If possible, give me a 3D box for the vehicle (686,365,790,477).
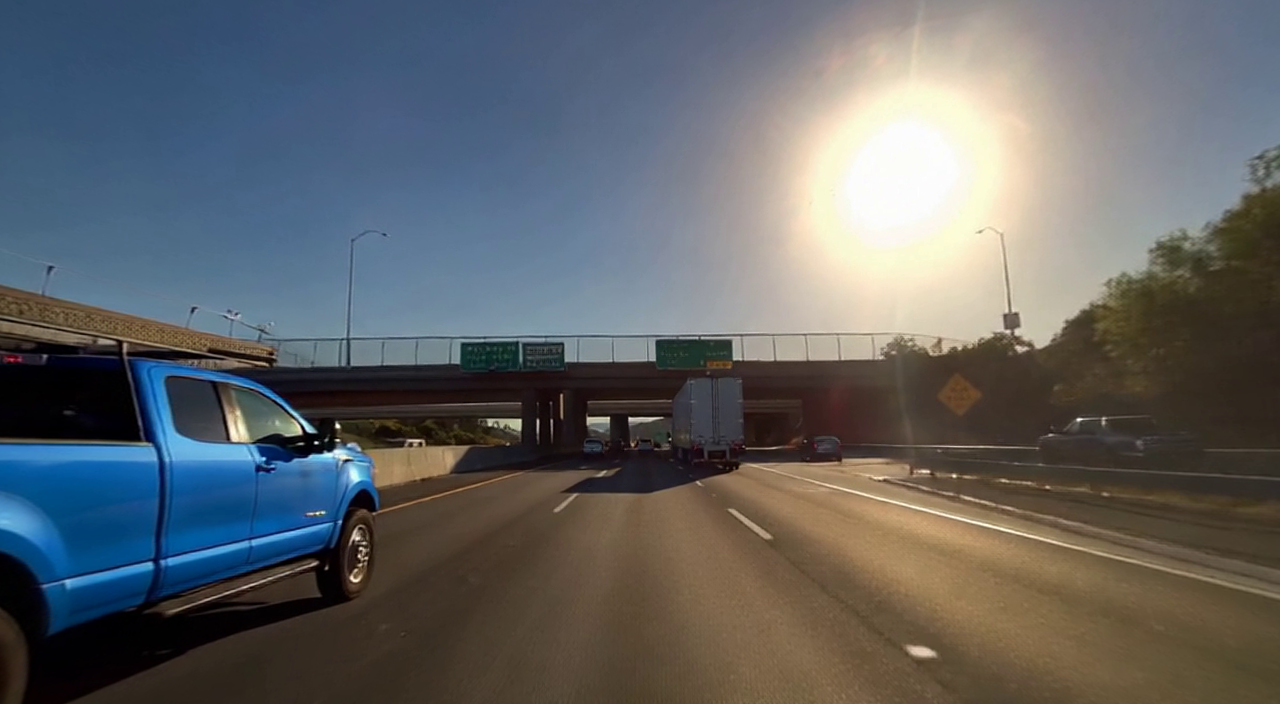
[{"bbox_3d":[3.974,3.401,29.135,2.885,4.036,12.891,0,-8,1],"label":"vehicle"}]

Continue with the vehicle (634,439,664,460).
[{"bbox_3d":[0.626,7.134,46.364,2.092,1.446,4.092,0,-8,0],"label":"vehicle"}]

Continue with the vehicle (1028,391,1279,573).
[{"bbox_3d":[7.061,1.441,7.433,1.999,1.700,4.640,0,-8,0],"label":"vehicle"}]

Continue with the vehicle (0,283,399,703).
[{"bbox_3d":[-4.050,0.915,3.868,2.599,2.054,6.288,0,-8,1],"label":"vehicle"}]

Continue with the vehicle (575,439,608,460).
[{"bbox_3d":[-3.524,7.192,46.473,2.077,1.446,4.106,0,-8,0],"label":"vehicle"}]
